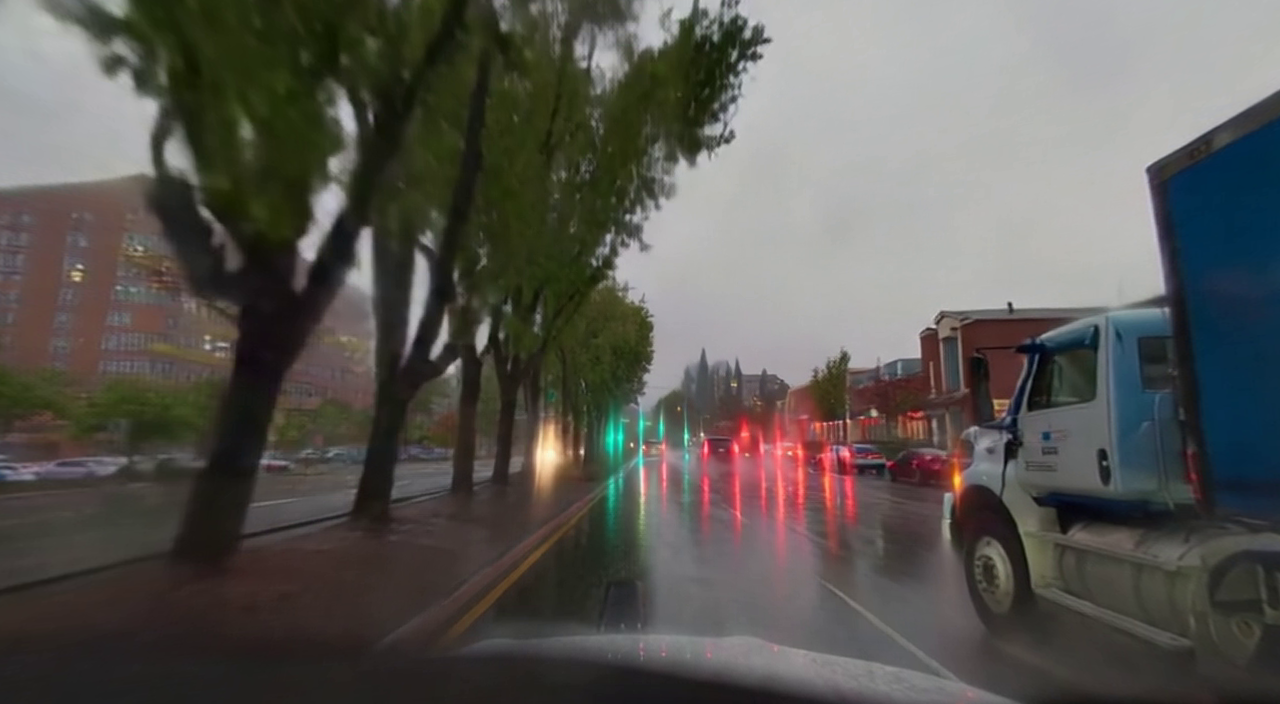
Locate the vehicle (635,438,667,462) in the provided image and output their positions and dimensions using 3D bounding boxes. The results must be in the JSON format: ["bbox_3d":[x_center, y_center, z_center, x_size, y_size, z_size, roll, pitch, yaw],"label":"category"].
[{"bbox_3d":[0.825,7.272,46.890,2.276,1.704,3.925,-1,-8,2],"label":"vehicle"}]

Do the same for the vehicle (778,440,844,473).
[{"bbox_3d":[8.326,5.115,31.085,2.006,1.484,4.289,-1,-8,0],"label":"vehicle"}]

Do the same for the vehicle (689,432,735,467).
[{"bbox_3d":[4.220,5.800,37.639,2.196,1.908,4.412,-1,-8,0],"label":"vehicle"}]

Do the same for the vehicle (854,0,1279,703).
[{"bbox_3d":[3.610,-0.274,2.280,3.006,3.679,8.506,-1,-8,3],"label":"vehicle"}]

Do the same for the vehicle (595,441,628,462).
[{"bbox_3d":[-2.233,7.870,49.877,2.211,1.537,4.666,-1,-8,2],"label":"vehicle"}]
